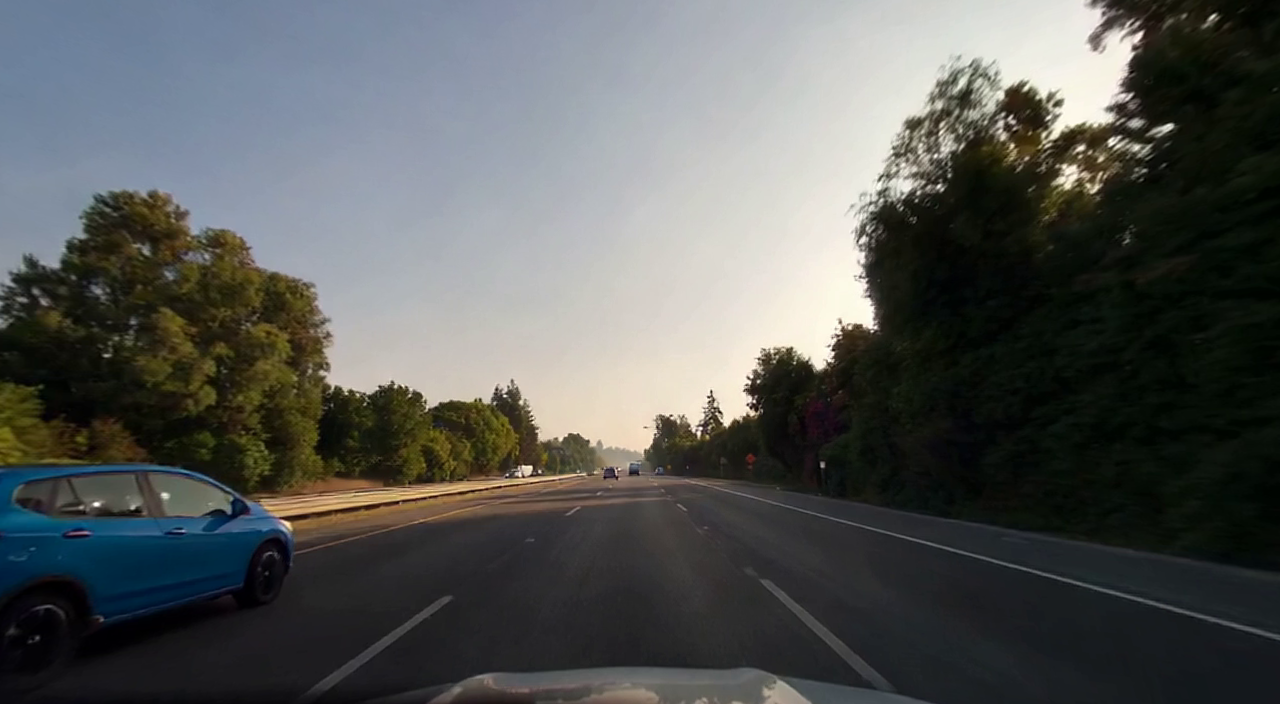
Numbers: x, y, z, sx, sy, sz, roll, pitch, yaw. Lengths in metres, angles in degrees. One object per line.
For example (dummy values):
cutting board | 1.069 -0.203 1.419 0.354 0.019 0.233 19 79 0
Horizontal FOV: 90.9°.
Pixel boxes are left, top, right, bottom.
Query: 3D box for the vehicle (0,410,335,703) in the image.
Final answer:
vehicle | -4.010 1.267 4.249 1.797 1.532 4.072 1 -10 0
